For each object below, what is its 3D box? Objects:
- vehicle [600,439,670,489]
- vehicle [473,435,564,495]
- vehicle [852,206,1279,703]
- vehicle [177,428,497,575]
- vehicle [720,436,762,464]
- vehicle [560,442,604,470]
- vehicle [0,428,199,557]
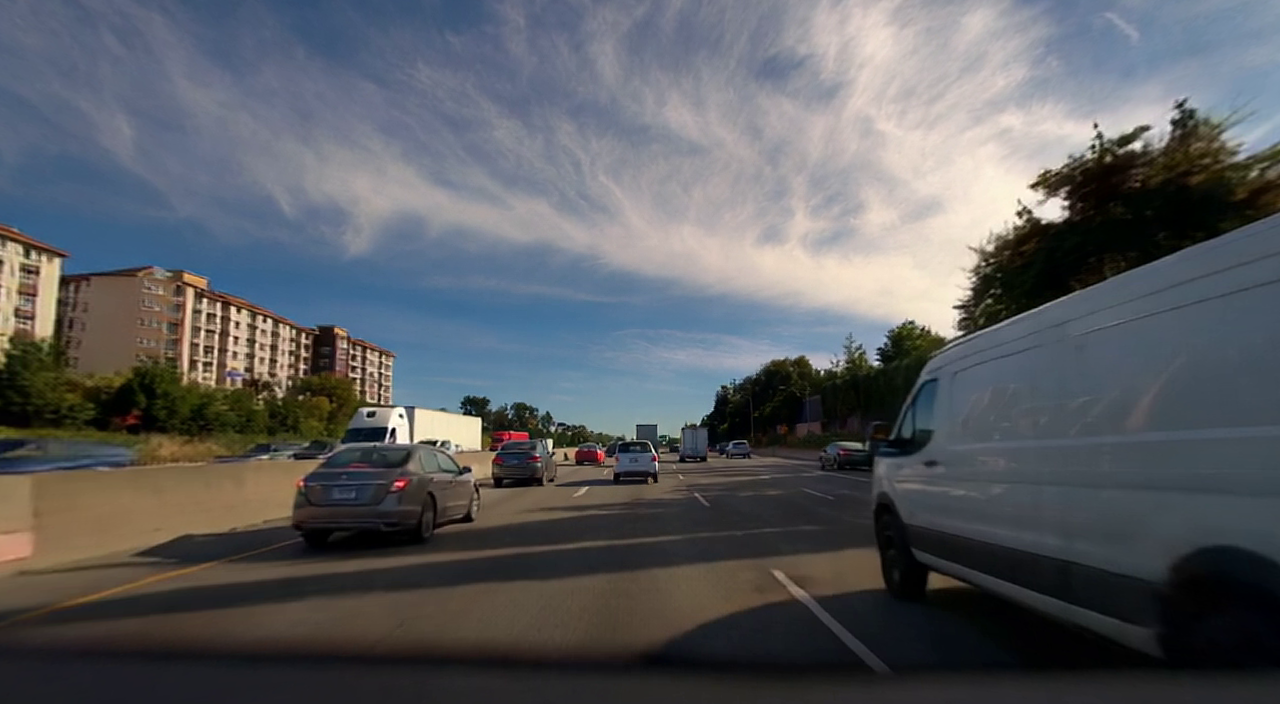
[{"bbox_3d":[-0.152,3.604,20.567,2.053,1.461,3.941,0,-9,0],"label":"vehicle"},{"bbox_3d":[-3.583,3.417,19.379,1.956,1.602,4.258,0,-9,0],"label":"vehicle"},{"bbox_3d":[3.360,0.757,3.336,2.460,2.086,5.576,0,-9,0],"label":"vehicle"},{"bbox_3d":[-3.587,1.870,8.696,2.098,1.463,4.578,0,-9,1],"label":"vehicle"},{"bbox_3d":[6.632,6.493,41.757,1.992,1.745,4.329,0,-9,-1],"label":"vehicle"},{"bbox_3d":[-3.278,5.980,36.278,2.062,1.459,4.365,0,-9,1],"label":"vehicle"},{"bbox_3d":[-8.796,1.863,8.653,2.125,1.542,4.595,0,-9,0],"label":"vehicle"}]
